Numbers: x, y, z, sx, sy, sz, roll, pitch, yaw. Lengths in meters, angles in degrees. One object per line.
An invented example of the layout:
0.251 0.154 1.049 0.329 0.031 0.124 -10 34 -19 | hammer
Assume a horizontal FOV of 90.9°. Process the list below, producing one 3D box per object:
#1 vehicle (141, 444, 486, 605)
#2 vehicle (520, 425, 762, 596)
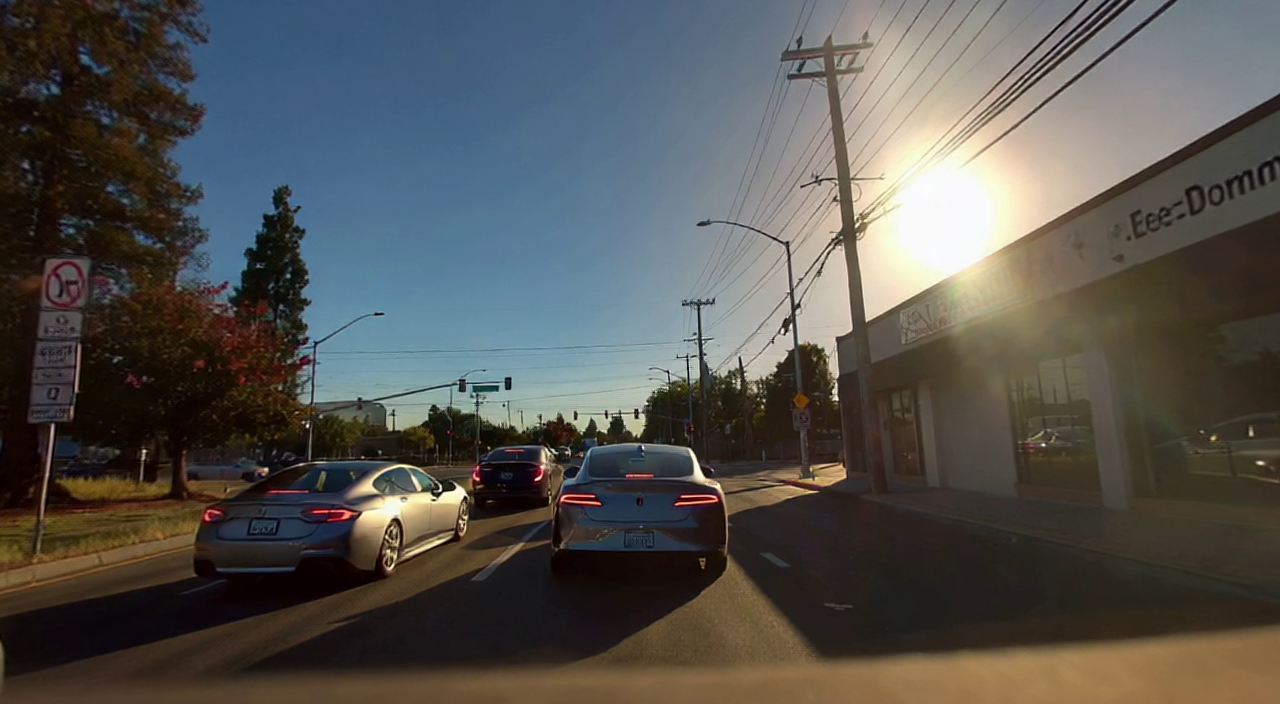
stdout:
-3.226 1.741 7.317 1.765 1.319 4.013 0 -9 2 | vehicle
-0.001 1.684 7.530 2.101 1.469 3.955 0 -9 0 | vehicle
